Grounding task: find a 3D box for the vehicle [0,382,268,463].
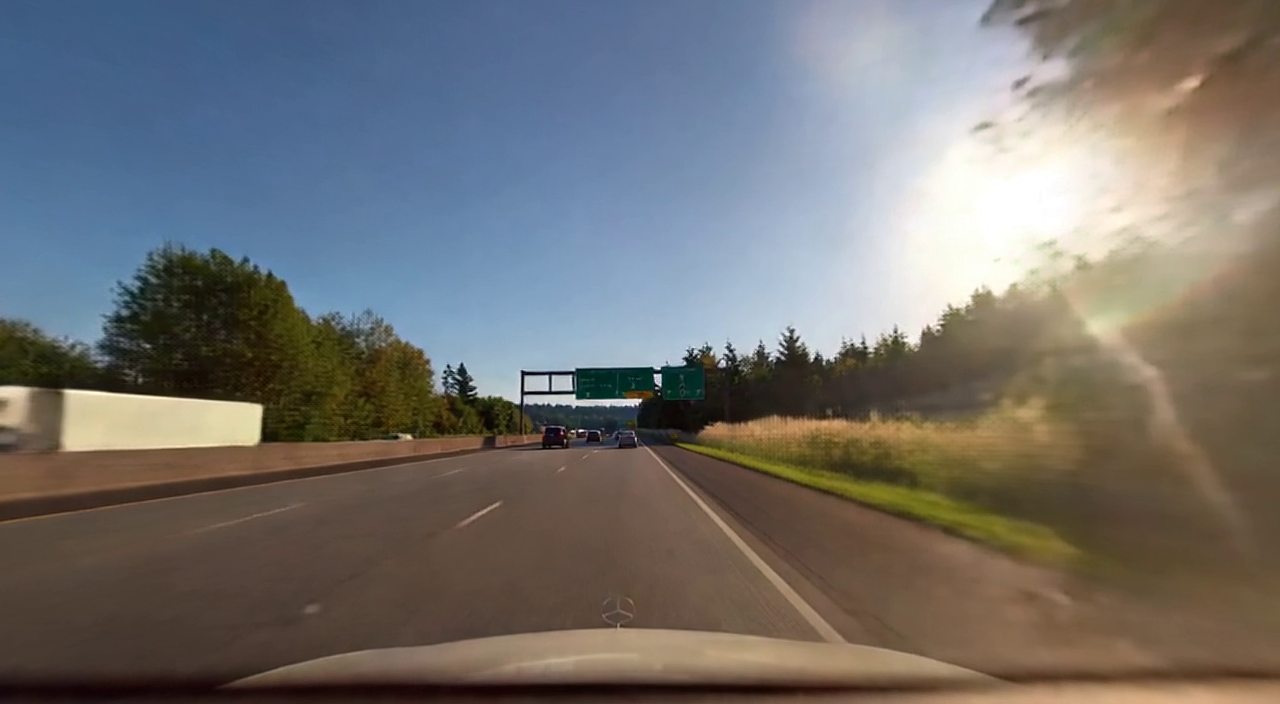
[{"bbox_3d":[-23.834,3.552,30.901,3.023,3.075,13.424,0,-7,-1],"label":"vehicle"}]
